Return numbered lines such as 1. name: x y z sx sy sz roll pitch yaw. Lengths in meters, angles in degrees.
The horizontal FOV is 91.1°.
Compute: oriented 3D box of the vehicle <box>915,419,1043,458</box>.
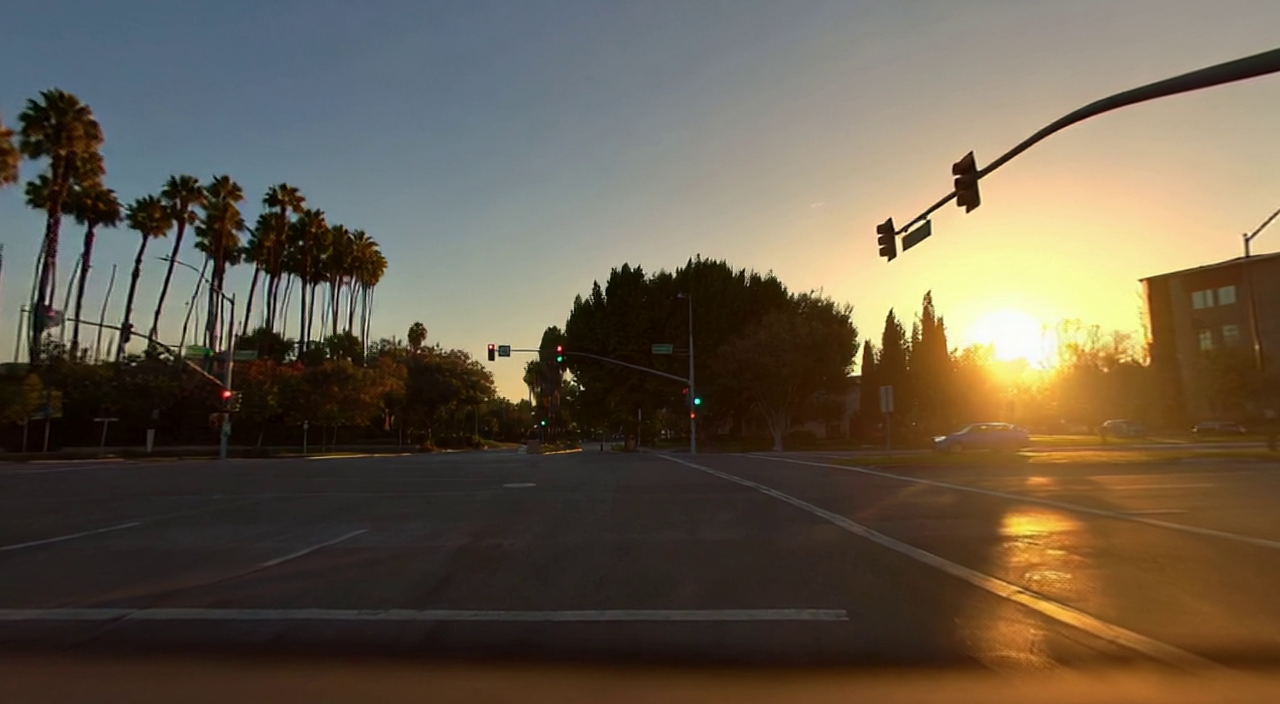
1. vehicle: 15.794 4.063 29.439 4.820 1.751 2.050 0 -8 -2
